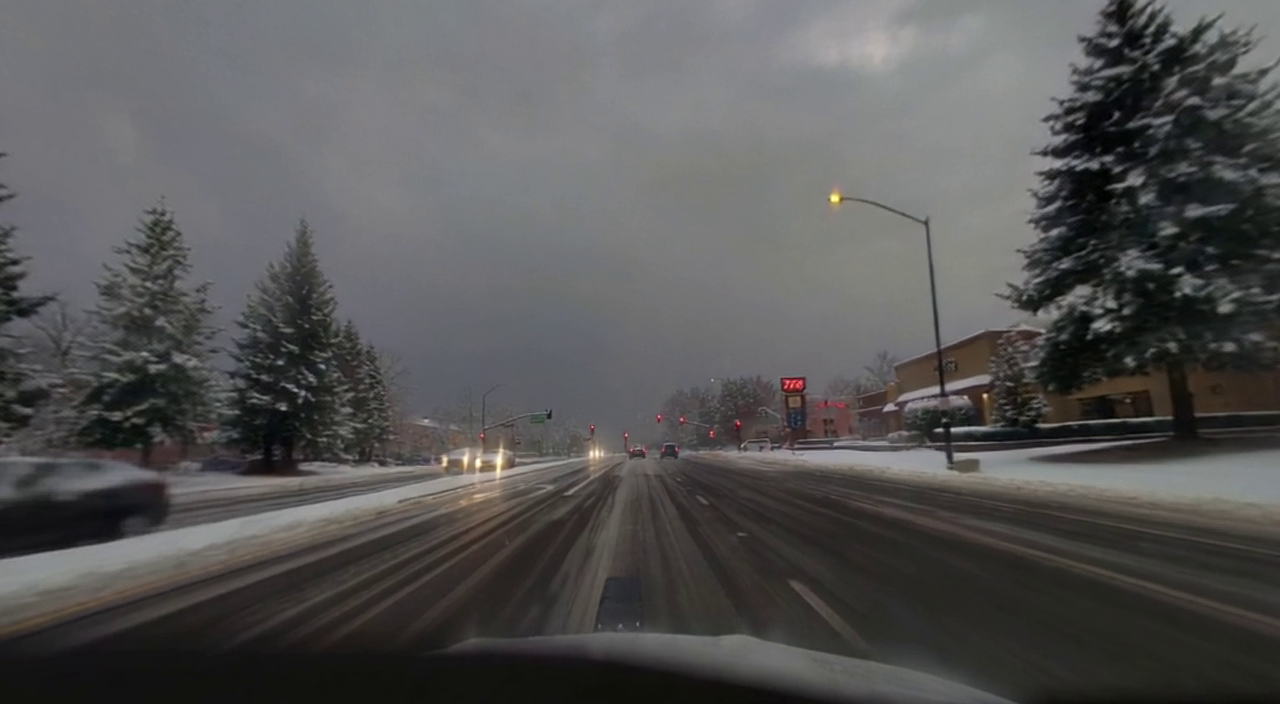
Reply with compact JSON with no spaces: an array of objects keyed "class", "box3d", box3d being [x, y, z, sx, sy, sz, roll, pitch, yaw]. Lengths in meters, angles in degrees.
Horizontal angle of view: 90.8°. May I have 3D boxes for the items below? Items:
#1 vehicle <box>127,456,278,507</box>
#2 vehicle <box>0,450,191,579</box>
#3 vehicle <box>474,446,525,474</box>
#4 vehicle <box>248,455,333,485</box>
[{"class":"vehicle","box3d":[-15.243,4.503,22.427,1.929,1.497,4.697,0,-8,1]},{"class":"vehicle","box3d":[-8.665,2.074,8.372,2.065,1.504,4.593,0,-8,0]},{"class":"vehicle","box3d":[-8.396,6.481,38.220,1.958,1.534,4.598,0,-8,1]},{"class":"vehicle","box3d":[-22.037,7.401,39.927,4.366,1.666,1.952,6,-11,-36]}]
